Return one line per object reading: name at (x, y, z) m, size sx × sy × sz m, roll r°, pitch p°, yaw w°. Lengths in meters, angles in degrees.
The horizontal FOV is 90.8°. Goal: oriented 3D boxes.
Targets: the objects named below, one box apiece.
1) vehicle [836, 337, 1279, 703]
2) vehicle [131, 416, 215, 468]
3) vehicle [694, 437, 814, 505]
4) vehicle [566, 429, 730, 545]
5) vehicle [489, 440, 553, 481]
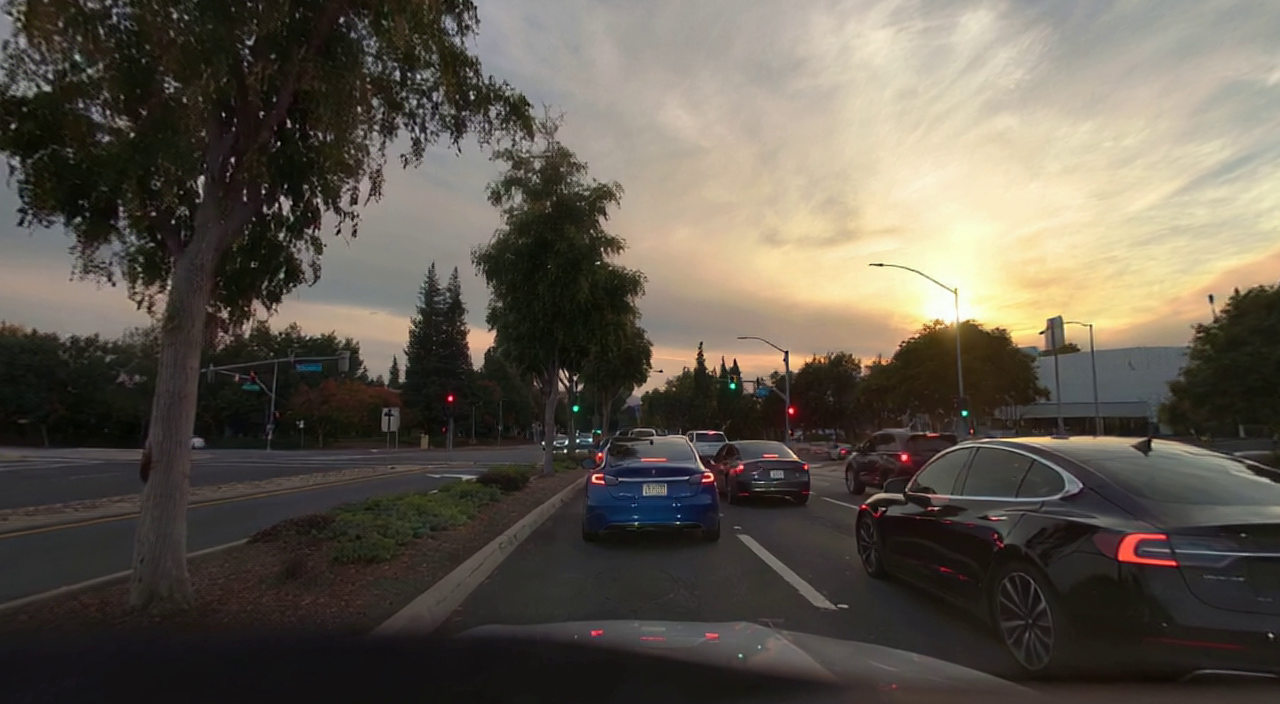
vehicle at (3.182, 1.104, 4.293) m, size 2.167 × 1.676 × 4.443 m, roll 0°, pitch -8°, yaw -1°
vehicle at (-29.259, 5.627, 39.691) m, size 2.608 × 2.990 × 3.026 m, roll 2°, pitch -8°, yaw 3°
vehicle at (2.690, 2.930, 16.036) m, size 2.058 × 1.466 × 4.208 m, roll 0°, pitch -8°, yaw -3°
vehicle at (0.025, 2.084, 10.460) m, size 2.147 × 1.499 × 4.240 m, roll 0°, pitch -8°, yaw -2°
vehicle at (-4.643, 4.288, 25.255) m, size 1.972 × 1.457 × 4.171 m, roll 0°, pitch -8°, yaw -4°
